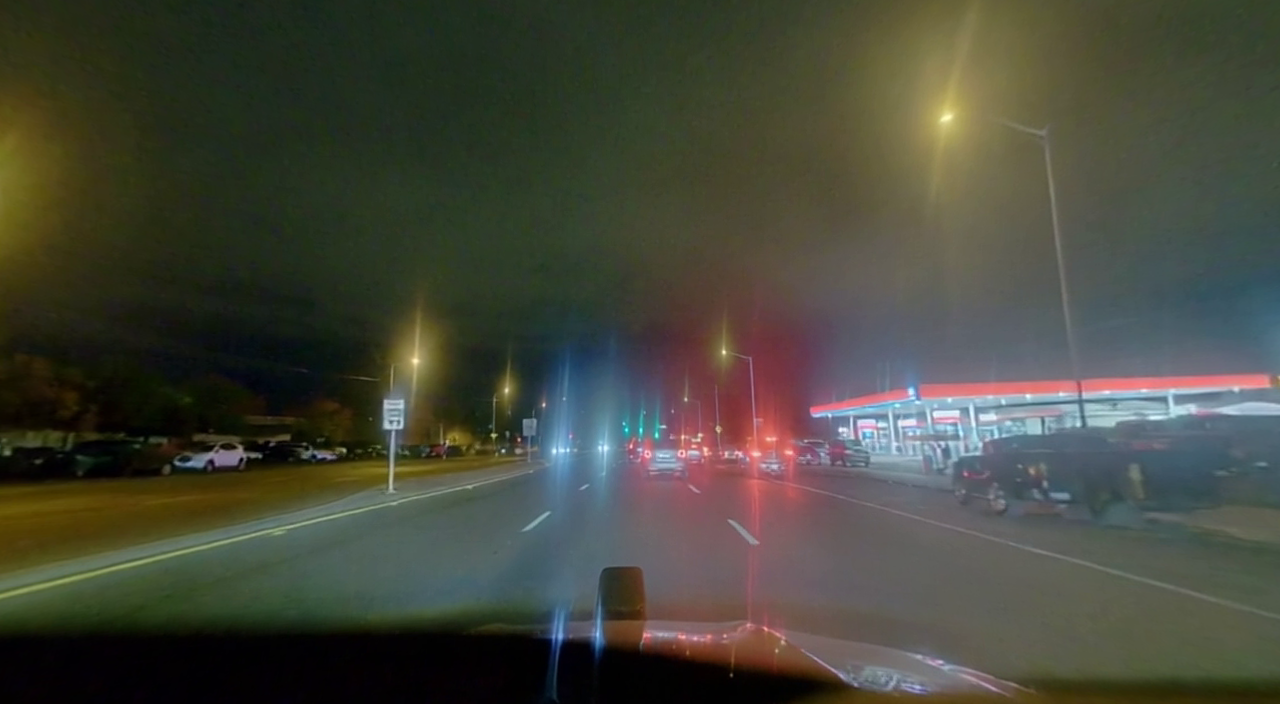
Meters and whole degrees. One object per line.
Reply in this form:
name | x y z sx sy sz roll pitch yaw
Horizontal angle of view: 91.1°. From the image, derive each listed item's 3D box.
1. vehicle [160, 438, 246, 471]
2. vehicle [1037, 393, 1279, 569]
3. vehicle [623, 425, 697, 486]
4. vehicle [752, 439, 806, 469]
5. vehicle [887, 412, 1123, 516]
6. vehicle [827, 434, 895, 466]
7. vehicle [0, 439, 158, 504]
vehicle | -25.818 6.033 37.301 2.044 1.695 4.619 -1 -7 -5
vehicle | 7.387 1.510 7.660 1.970 1.744 4.662 1 -9 -1
vehicle | 0.690 3.604 22.186 2.317 1.857 5.150 0 -8 2
vehicle | 7.492 5.527 34.216 1.818 1.459 4.806 1 -8 0
vehicle | 7.298 2.310 13.333 2.032 1.776 4.782 1 -9 -1
vehicle | 12.832 5.727 36.822 2.019 1.711 4.862 1 -9 -3
vehicle | -17.669 3.560 19.263 1.995 1.740 4.673 0 -8 0
